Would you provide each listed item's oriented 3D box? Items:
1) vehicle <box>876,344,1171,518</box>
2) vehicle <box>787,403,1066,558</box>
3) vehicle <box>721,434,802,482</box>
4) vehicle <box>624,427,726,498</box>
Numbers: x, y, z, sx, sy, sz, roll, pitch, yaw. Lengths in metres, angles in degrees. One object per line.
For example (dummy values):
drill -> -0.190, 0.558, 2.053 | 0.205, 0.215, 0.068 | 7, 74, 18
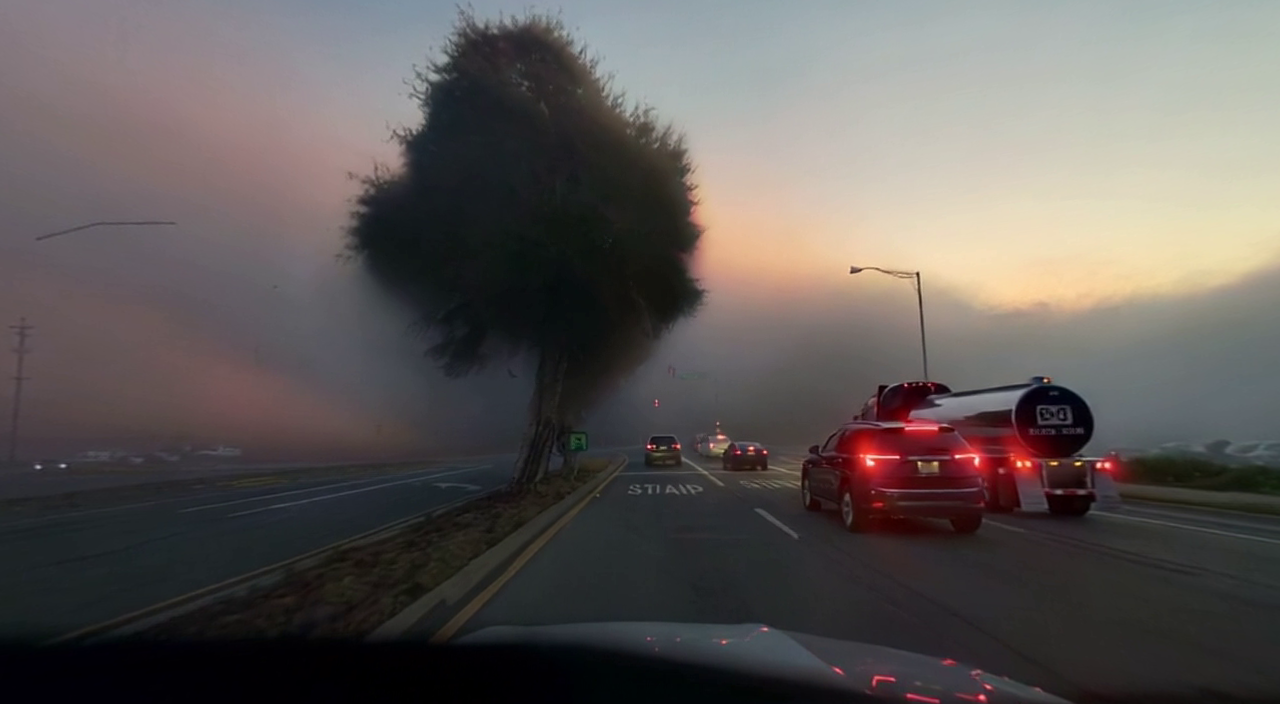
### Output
vehicle -> 8.258, 1.905, 14.847 | 2.849, 3.207, 6.275 | 0, -8, -1
vehicle -> 3.750, 1.779, 9.410 | 2.045, 1.729, 4.532 | 0, -8, 1
vehicle -> 4.000, 3.571, 21.483 | 1.917, 1.475, 4.081 | 0, -8, 0
vehicle -> 0.761, 2.650, 15.402 | 2.148, 1.488, 4.002 | 0, -8, 1
